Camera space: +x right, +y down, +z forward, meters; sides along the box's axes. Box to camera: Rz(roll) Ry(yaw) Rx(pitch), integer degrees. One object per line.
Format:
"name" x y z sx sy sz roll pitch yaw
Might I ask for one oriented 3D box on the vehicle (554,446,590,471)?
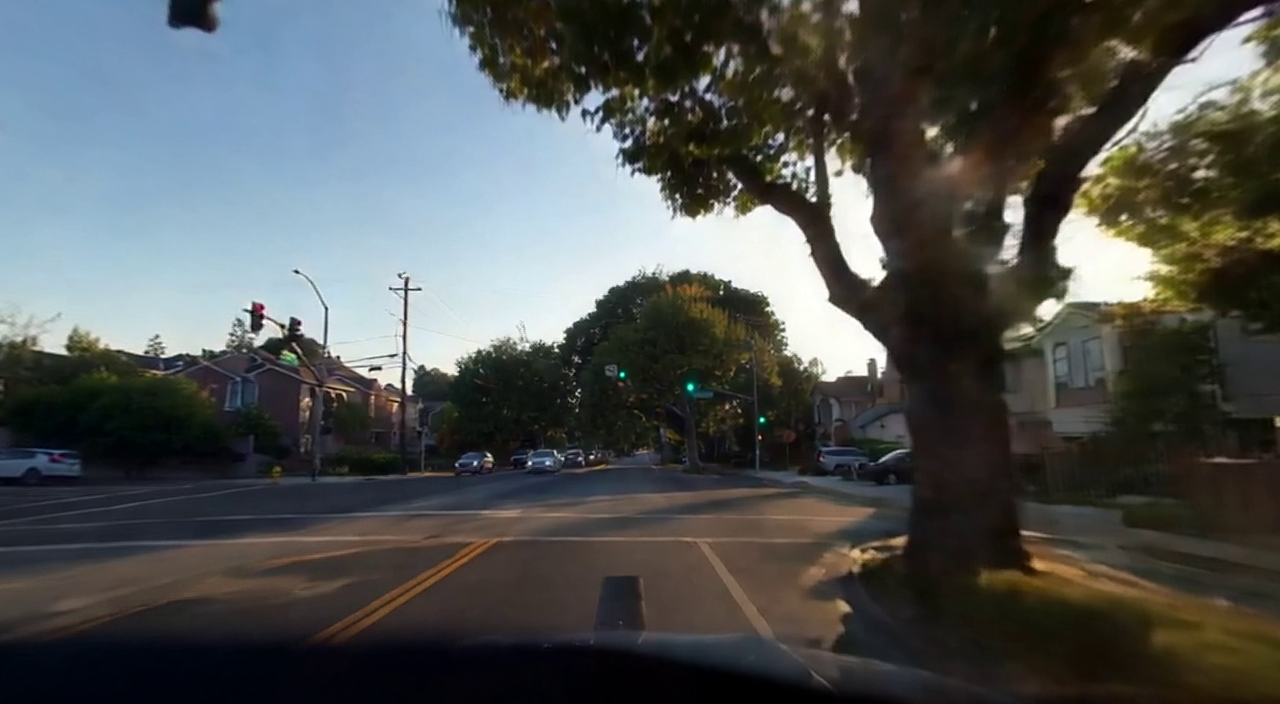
"vehicle" -4.669 7.360 43.879 1.999 1.652 3.962 0 -8 1

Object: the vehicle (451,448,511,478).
"vehicle" -8.459 5.956 34.101 1.985 1.475 4.383 0 -8 2

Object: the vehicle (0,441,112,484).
"vehicle" -26.360 4.779 27.429 4.802 1.776 2.090 1 -8 -5

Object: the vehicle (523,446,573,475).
"vehicle" -4.978 5.909 34.616 2.003 1.462 4.220 0 -8 1
